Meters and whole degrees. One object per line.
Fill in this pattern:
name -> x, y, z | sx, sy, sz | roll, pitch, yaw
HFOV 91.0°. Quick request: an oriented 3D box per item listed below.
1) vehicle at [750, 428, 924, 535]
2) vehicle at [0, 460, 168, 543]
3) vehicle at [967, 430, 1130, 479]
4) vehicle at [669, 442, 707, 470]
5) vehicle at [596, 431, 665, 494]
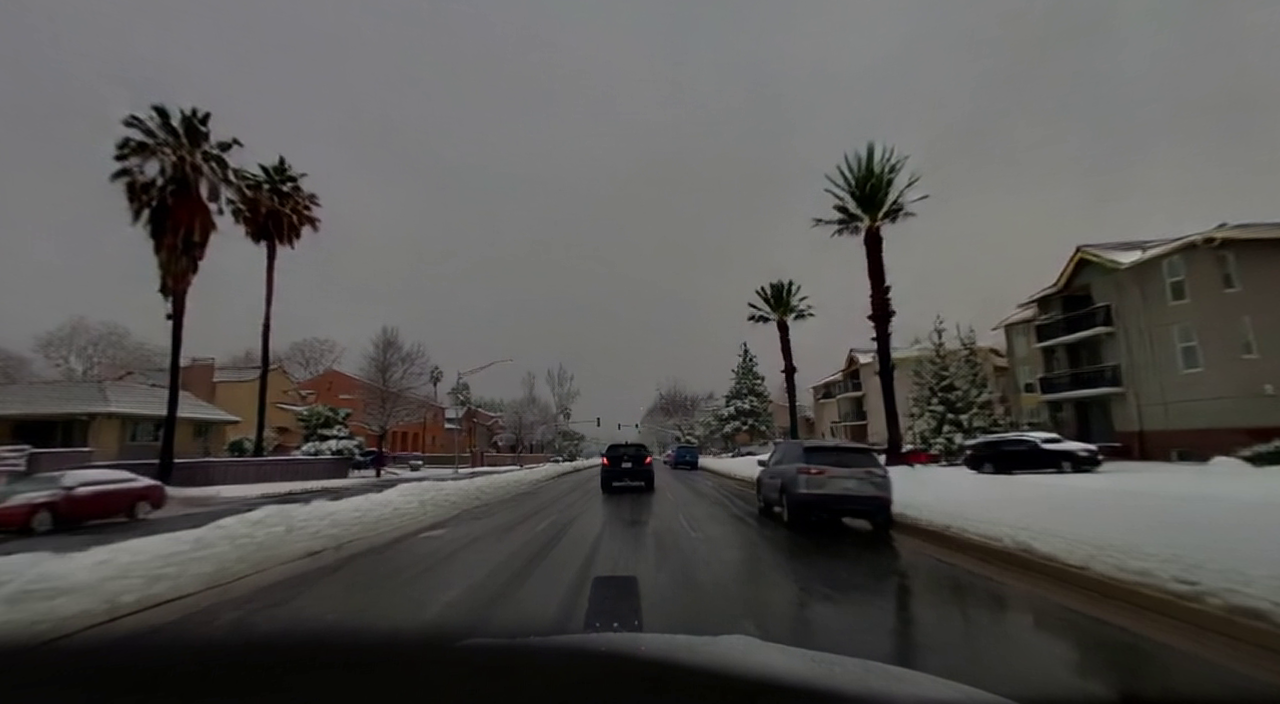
vehicle -> 3.510, 2.391, 12.175 | 1.949, 1.685, 4.161 | 0, -9, -1
vehicle -> -13.991, 3.483, 15.018 | 1.877, 1.443, 4.677 | -3, -7, 0
vehicle -> 14.131, 3.569, 22.004 | 4.238, 1.621, 2.067 | 0, -9, -1
vehicle -> 3.500, 7.772, 47.175 | 2.416, 1.922, 5.023 | 0, -9, 0
vehicle -> -0.273, 3.620, 20.923 | 1.994, 1.810, 5.057 | 0, -9, 0
